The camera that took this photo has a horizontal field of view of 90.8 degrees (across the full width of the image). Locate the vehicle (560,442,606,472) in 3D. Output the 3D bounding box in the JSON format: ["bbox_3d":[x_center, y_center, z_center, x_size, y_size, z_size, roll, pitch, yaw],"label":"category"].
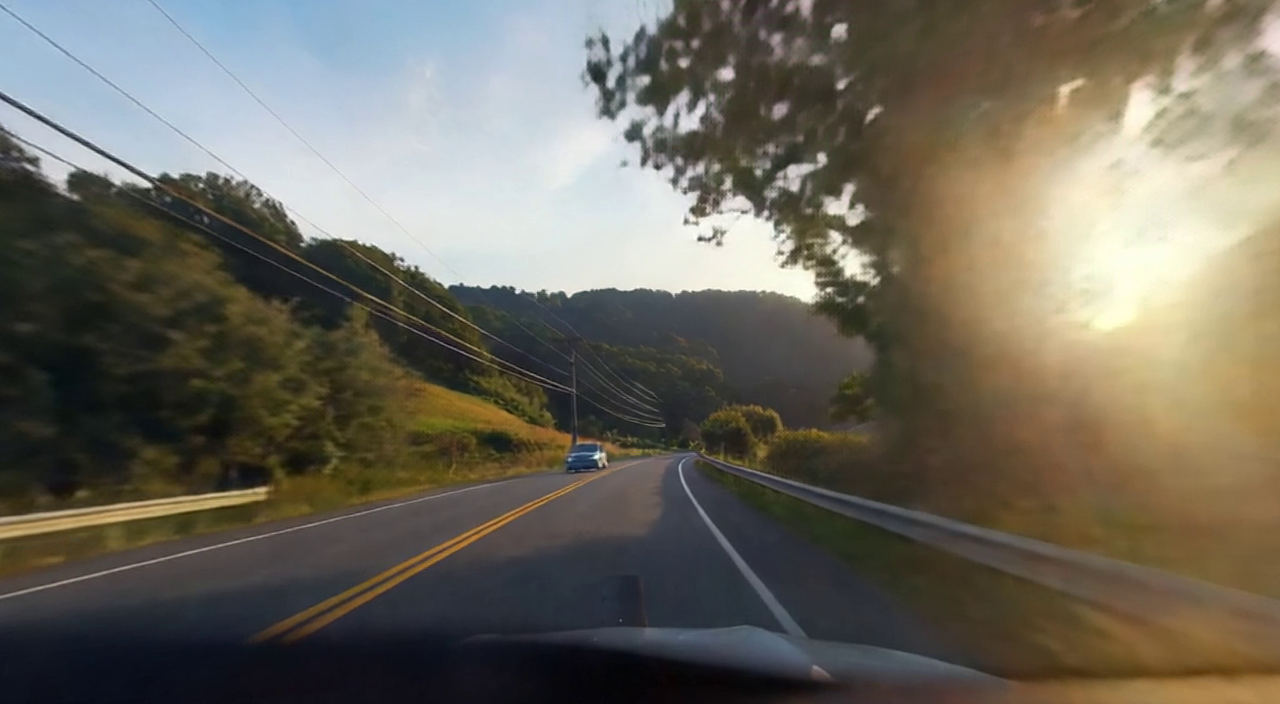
[{"bbox_3d":[-3.366,6.276,38.035,2.103,1.679,4.081,-1,-9,4],"label":"vehicle"}]
